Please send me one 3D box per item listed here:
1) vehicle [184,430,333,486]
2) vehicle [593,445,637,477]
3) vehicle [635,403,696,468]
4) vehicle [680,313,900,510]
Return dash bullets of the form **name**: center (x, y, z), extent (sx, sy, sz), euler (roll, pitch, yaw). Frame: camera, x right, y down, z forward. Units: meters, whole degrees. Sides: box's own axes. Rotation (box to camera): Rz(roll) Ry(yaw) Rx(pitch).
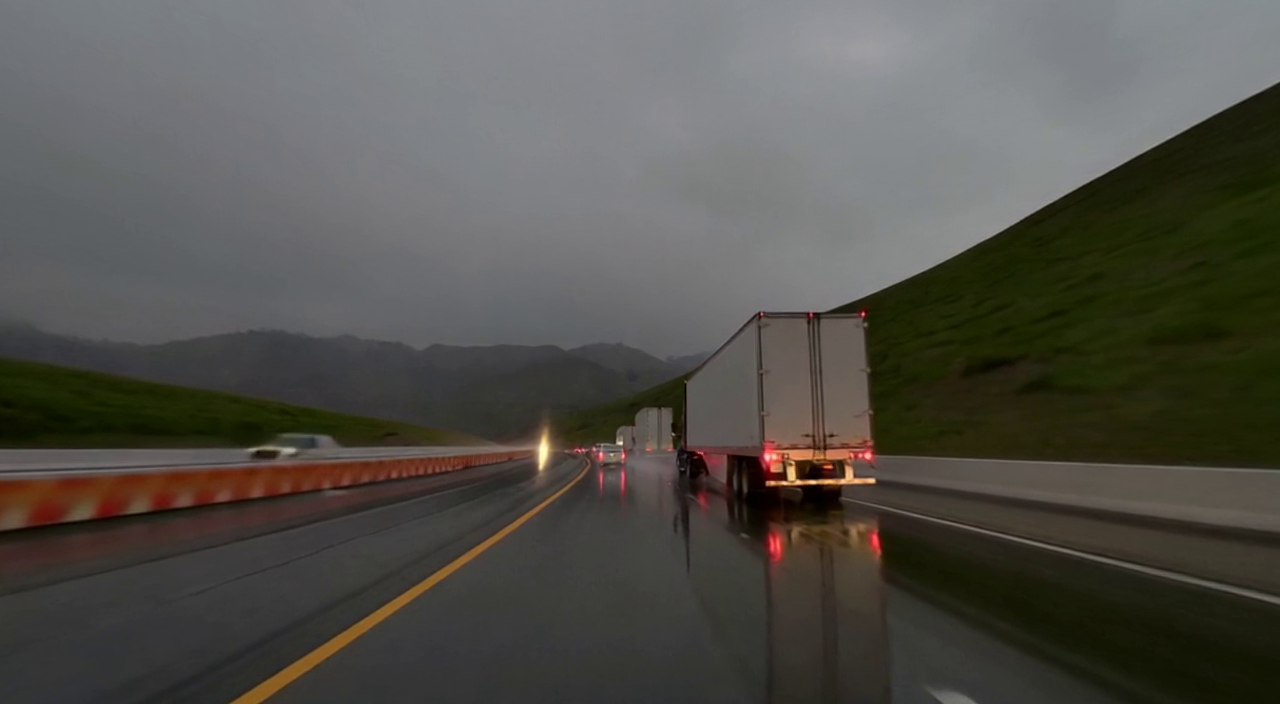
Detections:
- **vehicle**: center (-11.392, 3.211, 19.281), extent (1.882, 1.490, 4.346), euler (0, -9, -1)
- **vehicle**: center (-1.238, 5.242, 30.644), extent (2.029, 1.437, 3.794), euler (0, -9, -3)
- **vehicle**: center (1.586, 6.376, 47.048), extent (2.826, 4.050, 13.845), euler (1, -9, -5)
- **vehicle**: center (3.540, 2.314, 20.387), extent (2.911, 4.099, 14.578), euler (0, -9, -3)
